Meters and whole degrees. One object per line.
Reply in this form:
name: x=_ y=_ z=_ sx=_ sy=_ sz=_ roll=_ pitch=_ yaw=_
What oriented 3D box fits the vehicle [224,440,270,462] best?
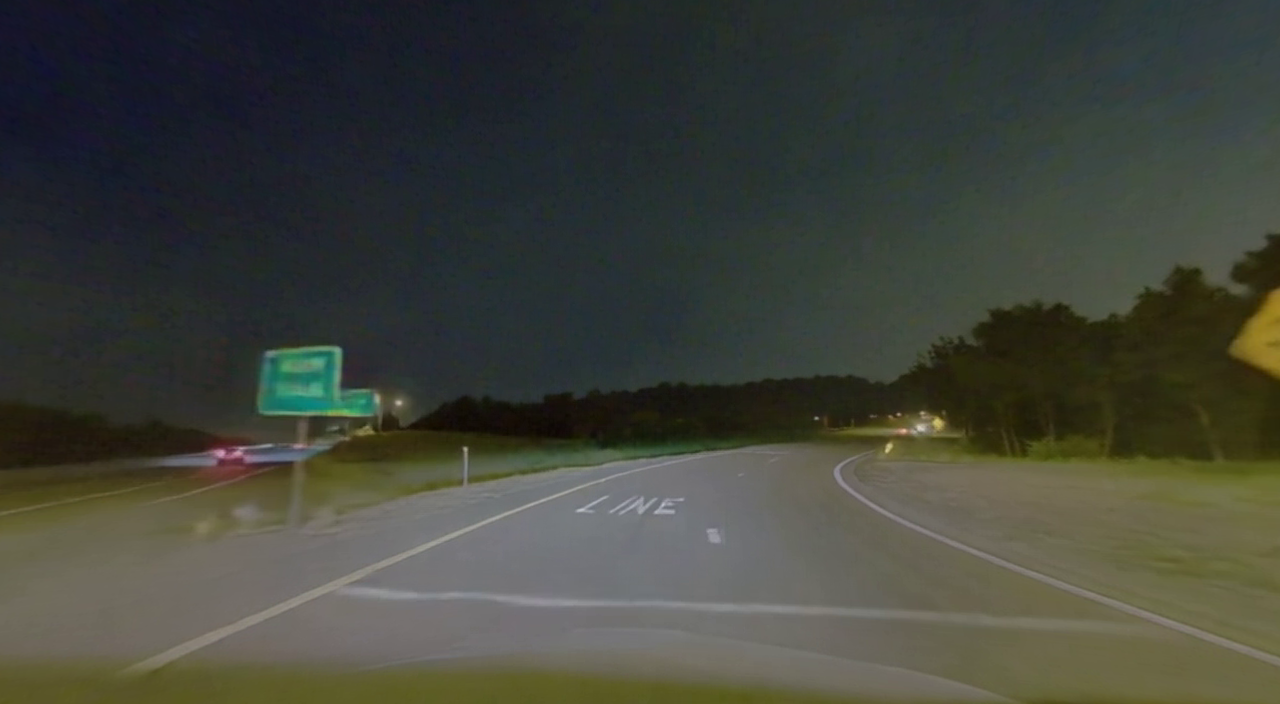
vehicle: x=-28.428 y=7.175 z=45.819 sx=2.108 sy=1.472 sz=4.099 roll=3 pitch=-9 yaw=-22
